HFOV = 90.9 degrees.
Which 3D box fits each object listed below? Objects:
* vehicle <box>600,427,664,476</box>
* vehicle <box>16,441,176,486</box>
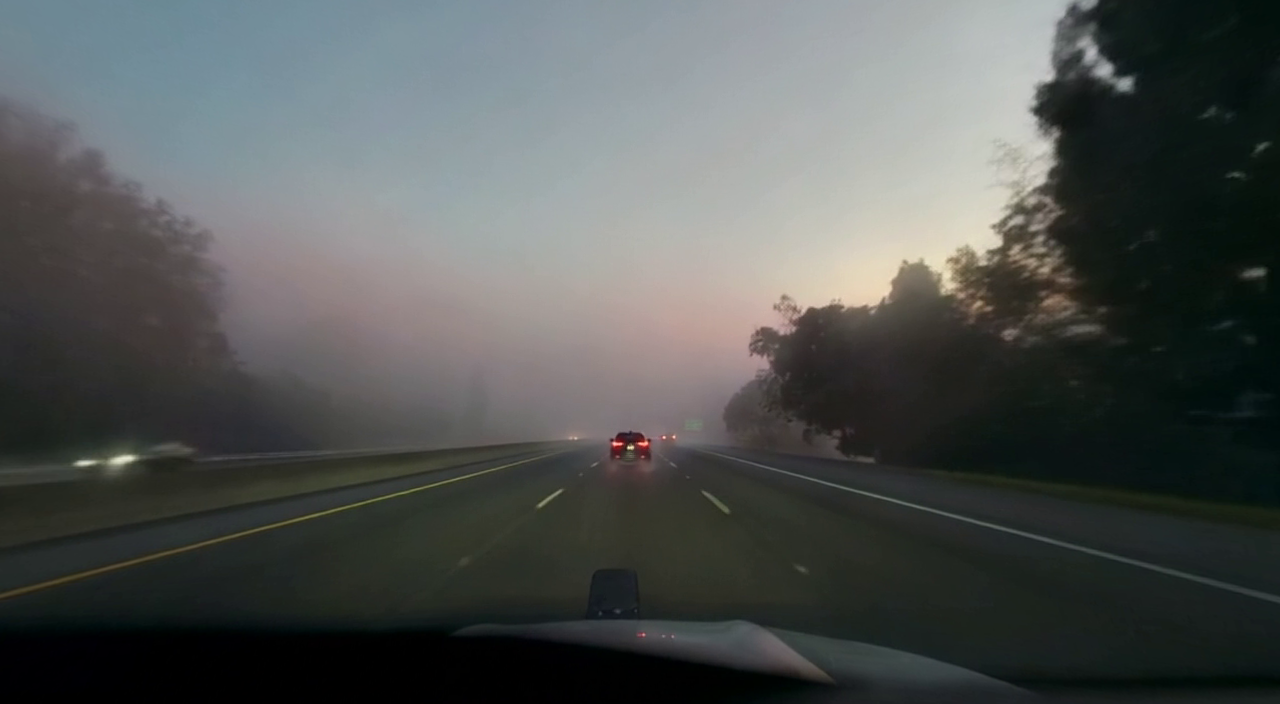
[{"bbox_3d":[-0.288,3.516,22.501,2.094,1.600,3.666,0,-8,-1],"label":"vehicle"},{"bbox_3d":[-19.767,4.028,23.237,1.889,1.449,4.539,0,-8,-1],"label":"vehicle"}]
